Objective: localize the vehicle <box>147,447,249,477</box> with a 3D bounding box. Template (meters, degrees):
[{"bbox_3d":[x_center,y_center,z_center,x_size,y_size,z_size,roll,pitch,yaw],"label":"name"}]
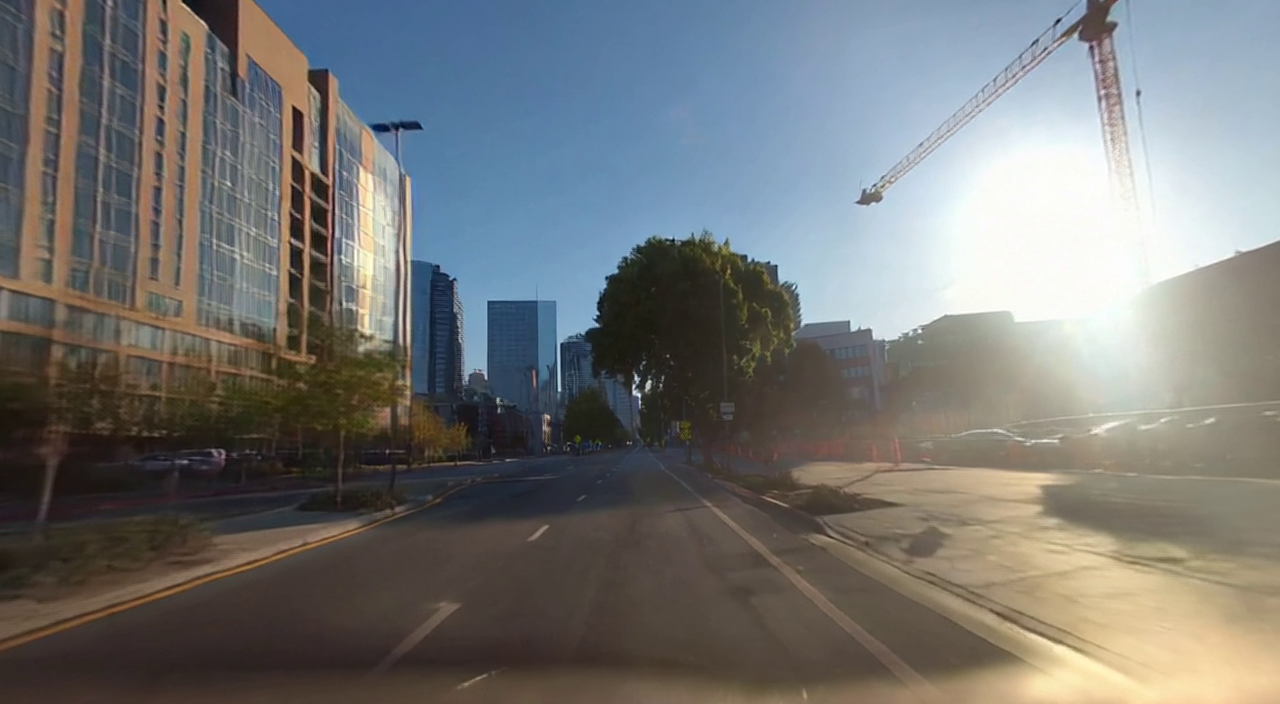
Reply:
[{"bbox_3d":[-25.422,6.328,36.361,4.308,1.612,1.989,0,-9,-1],"label":"vehicle"}]

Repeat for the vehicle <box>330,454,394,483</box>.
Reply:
[{"bbox_3d":[-17.129,7.179,39.022,1.921,1.541,4.541,-1,-8,0],"label":"vehicle"}]
